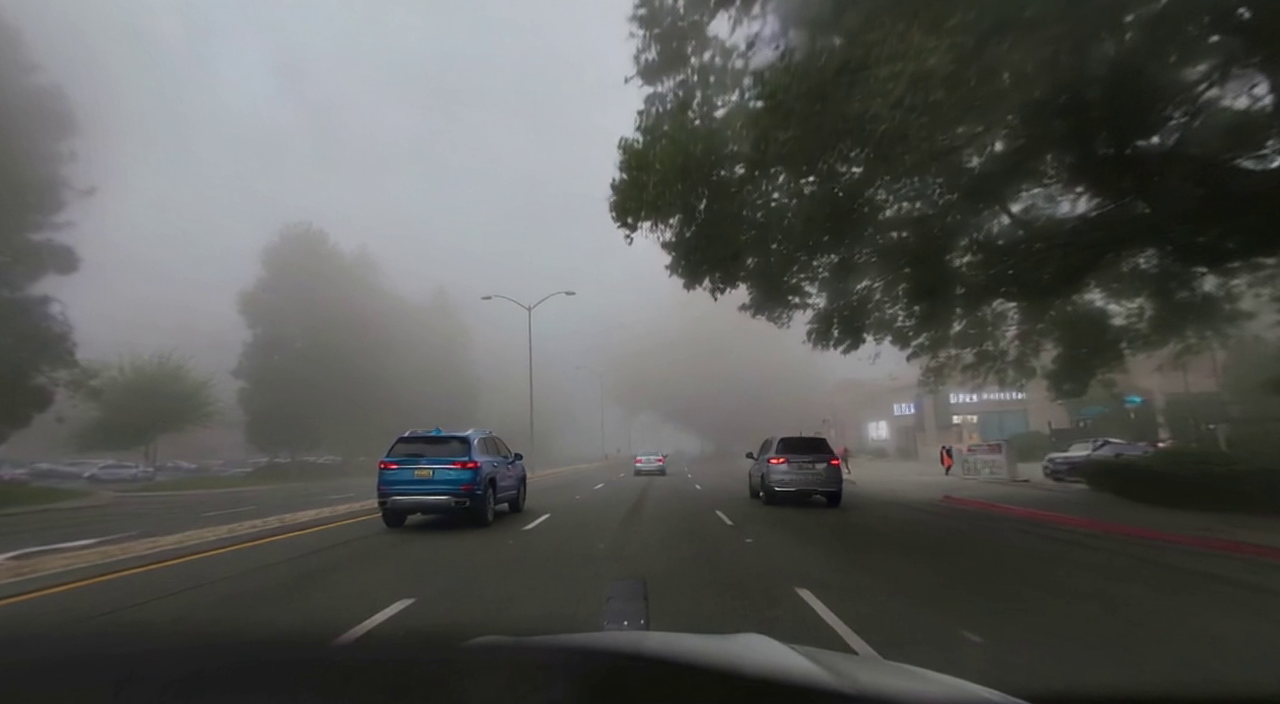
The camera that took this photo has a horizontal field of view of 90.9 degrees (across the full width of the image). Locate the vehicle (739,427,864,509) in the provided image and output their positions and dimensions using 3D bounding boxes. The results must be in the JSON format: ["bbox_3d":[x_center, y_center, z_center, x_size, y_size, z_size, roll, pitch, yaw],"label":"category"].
[{"bbox_3d":[3.903,2.887,16.125,2.083,1.779,4.347,0,-9,1],"label":"vehicle"}]

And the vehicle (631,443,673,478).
[{"bbox_3d":[0.671,5.619,32.969,2.067,1.702,3.987,0,-9,2],"label":"vehicle"}]

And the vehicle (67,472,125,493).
[{"bbox_3d":[-37.912,9.061,43.866,3.811,1.272,1.760,-5,-10,30],"label":"vehicle"}]

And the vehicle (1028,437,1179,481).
[{"bbox_3d":[18.527,4.291,25.492,4.601,1.603,1.852,-5,-10,28],"label":"vehicle"}]

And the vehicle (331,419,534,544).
[{"bbox_3d":[-3.441,2.244,11.557,2.047,1.810,4.414,0,-9,2],"label":"vehicle"}]
